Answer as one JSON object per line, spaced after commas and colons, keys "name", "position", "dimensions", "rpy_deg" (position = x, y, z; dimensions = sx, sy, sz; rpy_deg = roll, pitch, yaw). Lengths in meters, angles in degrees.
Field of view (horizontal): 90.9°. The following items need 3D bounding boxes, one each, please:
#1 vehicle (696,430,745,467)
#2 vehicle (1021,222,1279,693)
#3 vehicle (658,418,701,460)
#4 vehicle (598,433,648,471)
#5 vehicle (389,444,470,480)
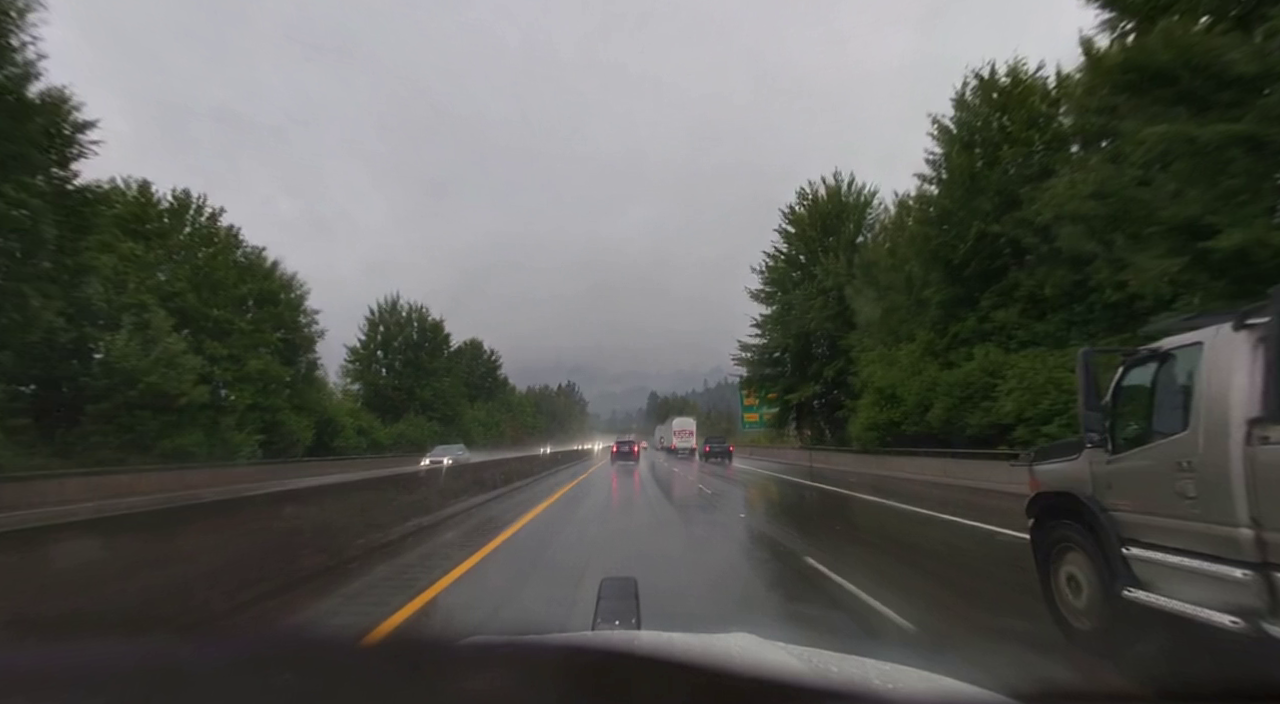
{"name": "vehicle", "position": [4.390, 5.331, 35.065], "dimensions": [2.073, 1.905, 4.023], "rpy_deg": [0, -8, -1]}
{"name": "vehicle", "position": [4.593, 0.428, 2.388], "dimensions": [2.452, 2.444, 5.972], "rpy_deg": [0, -8, -1]}
{"name": "vehicle", "position": [2.968, 6.814, 49.502], "dimensions": [2.728, 3.053, 7.708], "rpy_deg": [0, -8, -1]}
{"name": "vehicle", "position": [-0.787, 4.723, 30.168], "dimensions": [2.206, 1.681, 4.111], "rpy_deg": [0, -8, -1]}
{"name": "vehicle", "position": [-9.634, 5.054, 29.369], "dimensions": [2.197, 1.483, 4.748], "rpy_deg": [0, -8, -1]}
